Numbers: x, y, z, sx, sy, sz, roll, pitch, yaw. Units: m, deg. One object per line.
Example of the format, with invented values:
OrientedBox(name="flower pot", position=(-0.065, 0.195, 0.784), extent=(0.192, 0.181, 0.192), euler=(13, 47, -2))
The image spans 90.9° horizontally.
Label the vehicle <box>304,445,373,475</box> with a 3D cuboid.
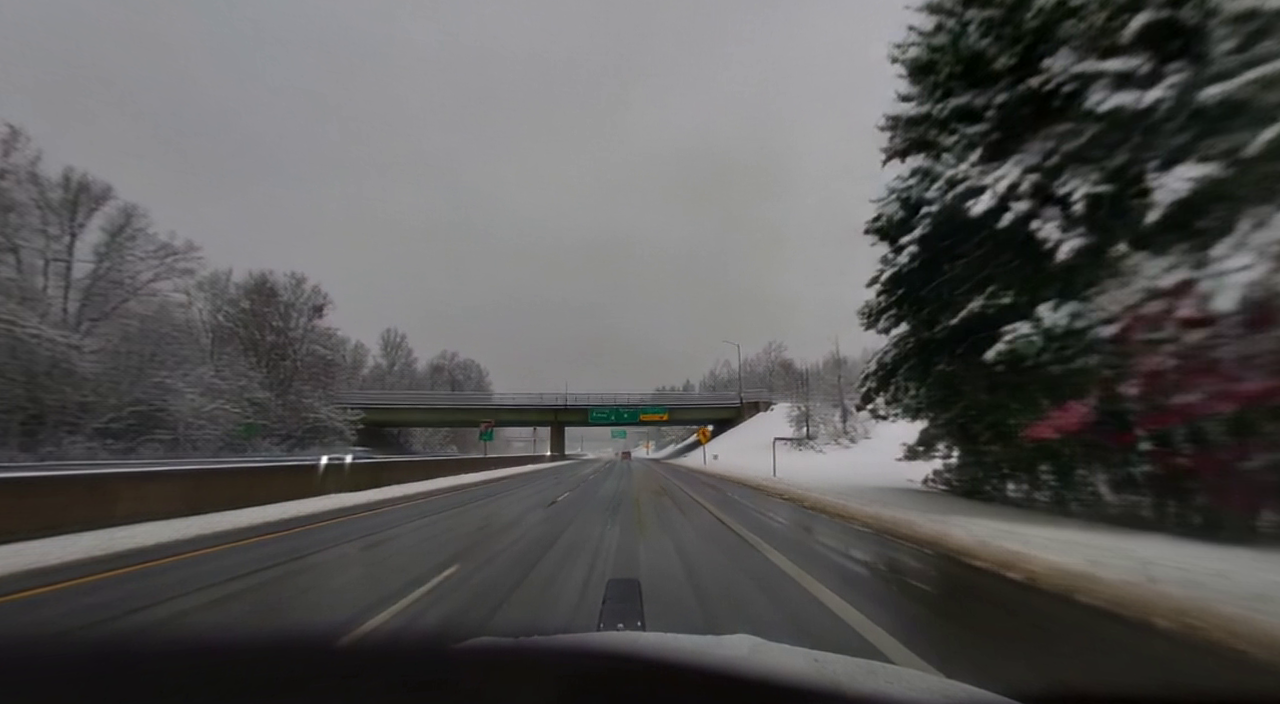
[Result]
OrientedBox(name="vehicle", position=(-15.788, 5.701, 33.256), extent=(1.759, 1.459, 3.931), euler=(0, -9, -1))
